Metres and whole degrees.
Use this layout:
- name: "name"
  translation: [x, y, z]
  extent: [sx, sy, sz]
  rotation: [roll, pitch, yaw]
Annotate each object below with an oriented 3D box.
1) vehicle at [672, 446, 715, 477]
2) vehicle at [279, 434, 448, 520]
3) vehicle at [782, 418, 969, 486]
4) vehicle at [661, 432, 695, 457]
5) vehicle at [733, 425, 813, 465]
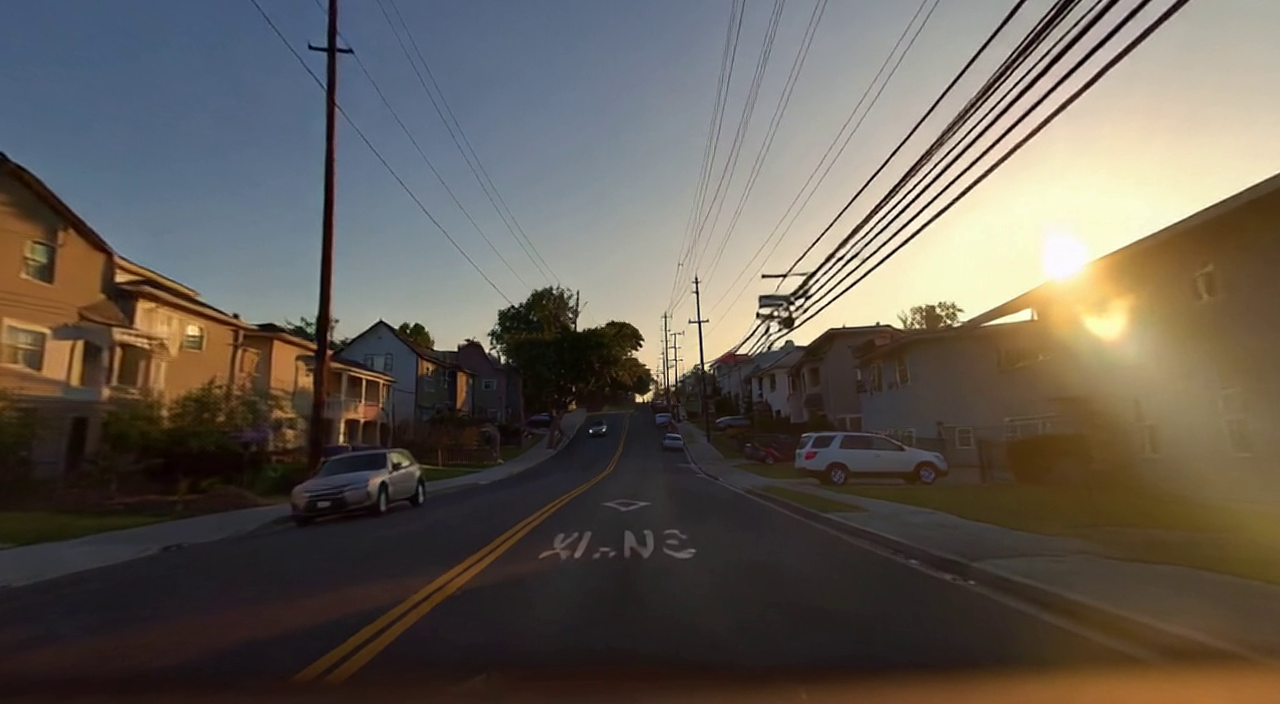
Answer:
- name: "vehicle"
  translation: [2.835, 5.876, 34.045]
  extent: [2.063, 1.503, 4.415]
  rotation: [0, -8, 2]
- name: "vehicle"
  translation: [-6.703, 3.193, 15.952]
  extent: [2.156, 1.764, 4.410]
  rotation: [-2, -12, 1]
- name: "vehicle"
  translation: [7.960, 3.441, 21.759]
  extent: [5.512, 1.846, 2.115]
  rotation: [-4, -8, 1]
- name: "vehicle"
  translation: [2.893, 7.209, 48.989]
  extent: [2.211, 1.860, 4.813]
  rotation: [0, -8, -1]
- name: "vehicle"
  translation: [8.013, 5.646, 38.264]
  extent: [4.286, 2.044, 1.913]
  rotation: [-5, -8, -1]
